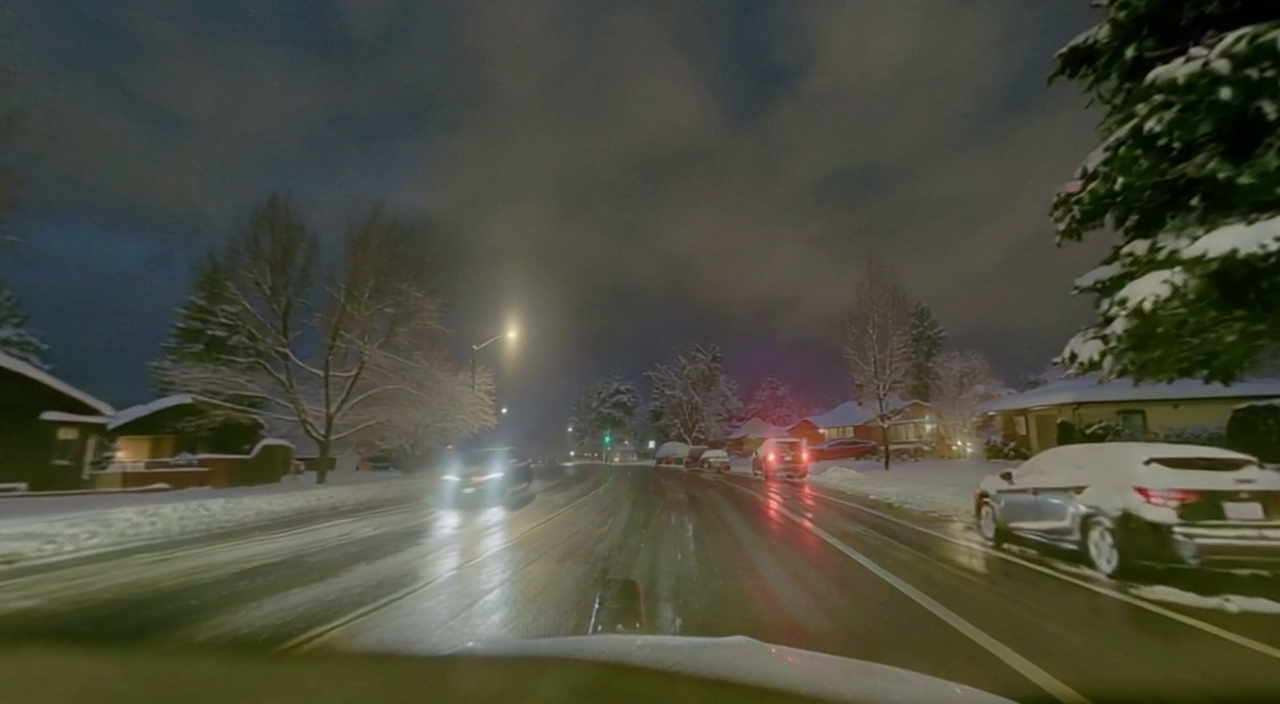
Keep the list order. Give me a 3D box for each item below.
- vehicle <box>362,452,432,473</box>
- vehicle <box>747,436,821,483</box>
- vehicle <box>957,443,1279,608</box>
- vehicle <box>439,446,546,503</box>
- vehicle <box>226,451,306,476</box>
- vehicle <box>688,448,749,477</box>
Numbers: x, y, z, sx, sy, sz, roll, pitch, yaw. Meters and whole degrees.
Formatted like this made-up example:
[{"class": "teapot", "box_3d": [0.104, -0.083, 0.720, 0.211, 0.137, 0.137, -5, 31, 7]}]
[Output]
[{"class": "vehicle", "box_3d": [-18.148, 8.269, 47.318, 4.502, 1.511, 1.939, 1, -9, -10]}, {"class": "vehicle", "box_3d": [6.996, 5.272, 31.352, 2.305, 2.111, 4.965, 0, -8, -2]}, {"class": "vehicle", "box_3d": [6.133, 1.967, 8.198, 2.080, 1.543, 4.294, -1, -8, 5]}, {"class": "vehicle", "box_3d": [-4.414, 3.717, 19.658, 2.058, 1.551, 4.247, -1, -8, 4]}, {"class": "vehicle", "box_3d": [-24.765, 7.375, 41.950, 3.977, 1.501, 2.143, 0, -8, -4]}, {"class": "vehicle", "box_3d": [5.052, 7.191, 41.378, 2.713, 1.671, 4.939, 1, -8, -9]}]
